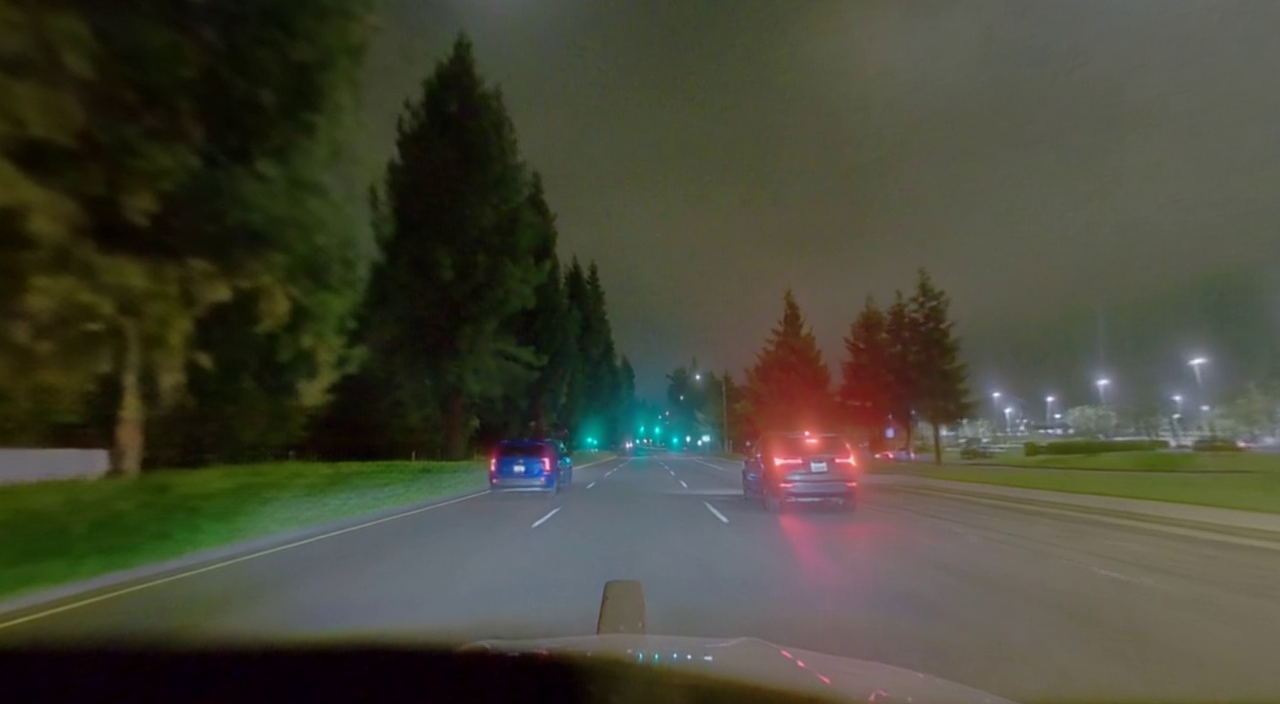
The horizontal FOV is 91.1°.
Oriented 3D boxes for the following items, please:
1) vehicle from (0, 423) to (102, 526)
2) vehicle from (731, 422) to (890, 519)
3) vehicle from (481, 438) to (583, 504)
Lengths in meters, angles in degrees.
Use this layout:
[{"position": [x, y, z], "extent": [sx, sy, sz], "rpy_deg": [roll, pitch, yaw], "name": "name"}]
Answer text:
[{"position": [-19.828, 3.289, 16.496], "extent": [2.891, 2.907, 9.406], "rpy_deg": [0, -9, 1], "name": "vehicle"}, {"position": [3.519, 2.561, 14.141], "extent": [2.087, 1.759, 5.040], "rpy_deg": [0, -8, -1], "name": "vehicle"}, {"position": [-2.904, 3.304, 17.920], "extent": [2.025, 1.635, 4.293], "rpy_deg": [0, -8, 1], "name": "vehicle"}]
